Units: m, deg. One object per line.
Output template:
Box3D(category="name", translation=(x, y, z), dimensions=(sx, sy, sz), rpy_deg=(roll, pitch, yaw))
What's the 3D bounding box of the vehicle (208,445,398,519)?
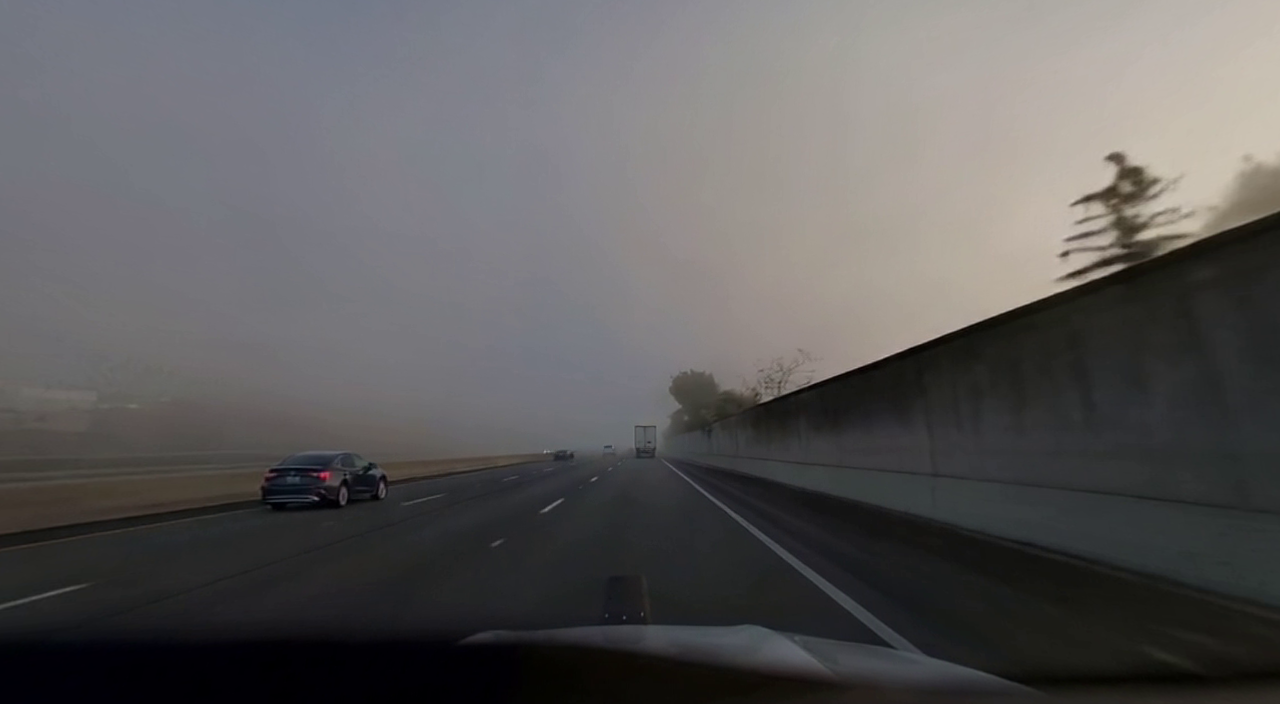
Box3D(category="vehicle", translation=(-7.712, 2.972, 15.079), dimensions=(1.979, 1.470, 4.485), rpy_deg=(0, -8, 1))
